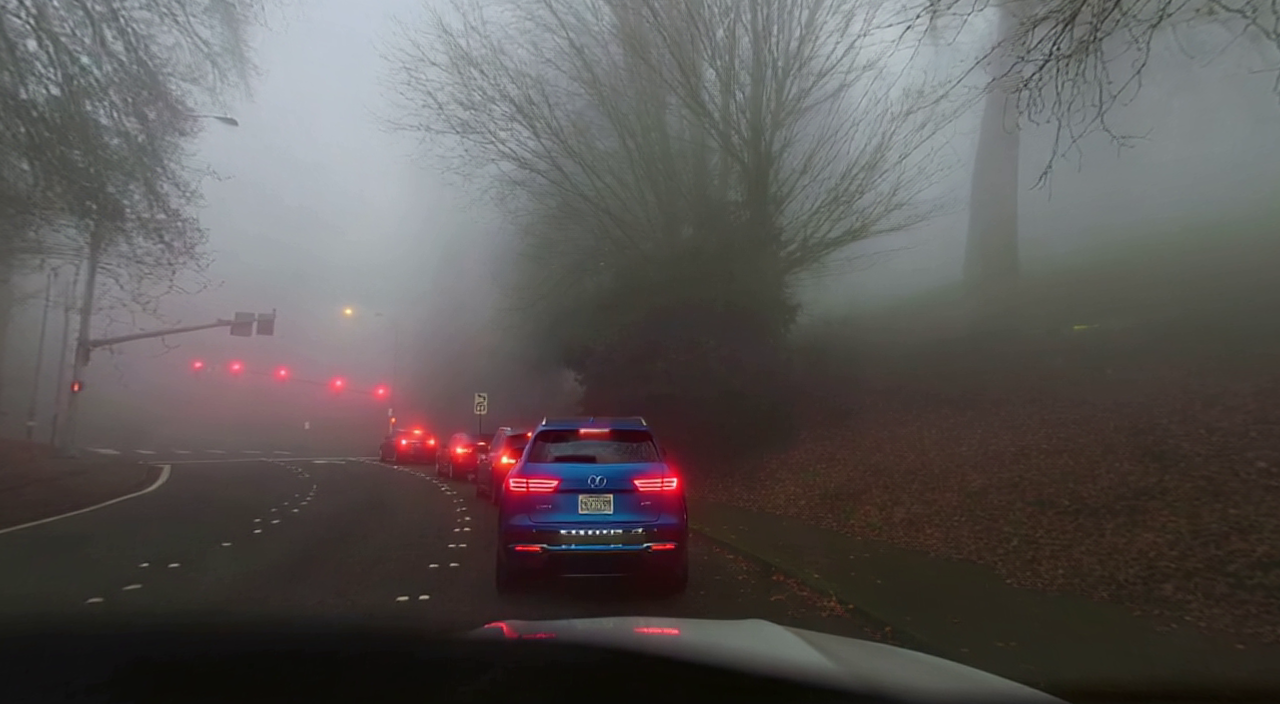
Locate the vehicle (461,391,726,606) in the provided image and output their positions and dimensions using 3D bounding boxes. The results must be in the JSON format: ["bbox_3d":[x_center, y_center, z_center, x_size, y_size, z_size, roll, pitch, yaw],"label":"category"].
[{"bbox_3d":[-0.682,1.460,7.197,2.134,1.671,4.147,1,-8,-9],"label":"vehicle"}]

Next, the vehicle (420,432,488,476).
[{"bbox_3d":[-7.301,3.932,24.480,1.902,1.536,3.662,4,-9,-25],"label":"vehicle"}]

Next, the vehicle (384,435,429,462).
[{"bbox_3d":[-13.764,5.629,36.894,1.863,1.488,4.426,4,-9,-27],"label":"vehicle"}]
